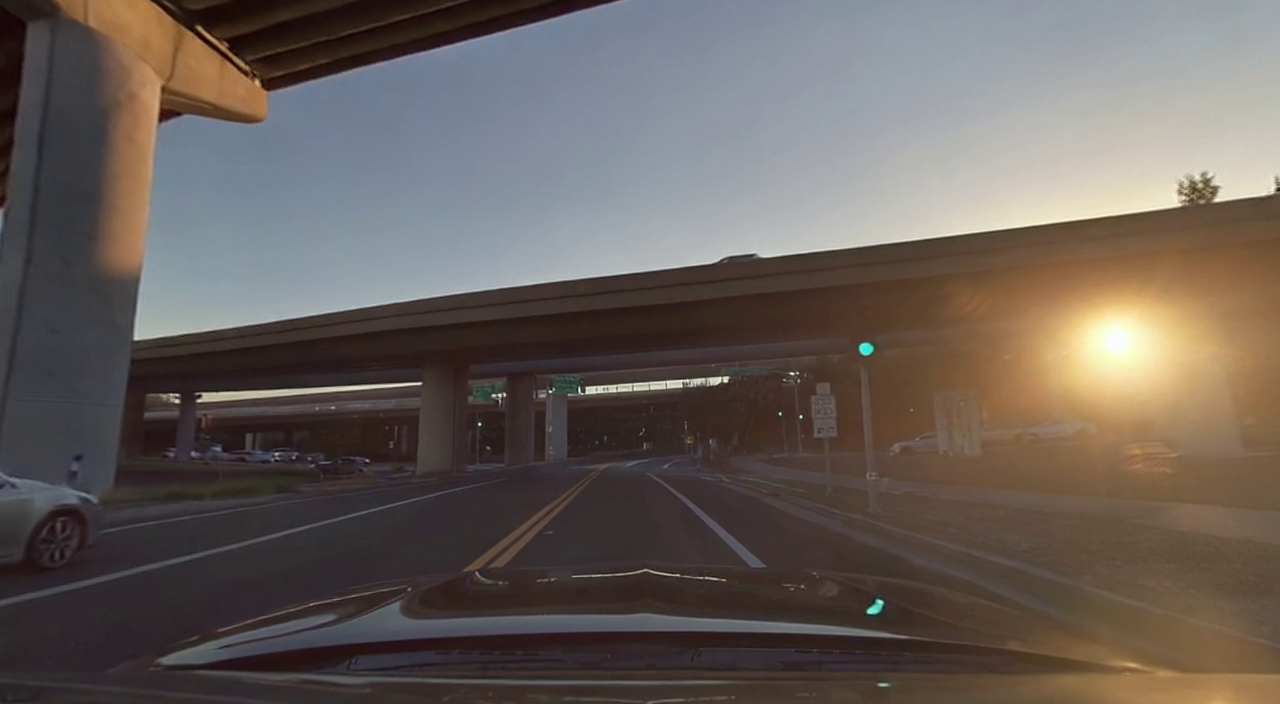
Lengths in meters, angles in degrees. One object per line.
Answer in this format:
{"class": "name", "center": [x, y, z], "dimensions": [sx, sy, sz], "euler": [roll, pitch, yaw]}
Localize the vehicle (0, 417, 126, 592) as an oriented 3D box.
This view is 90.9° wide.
{"class": "vehicle", "center": [-7.222, 1.364, 5.355], "dimensions": [2.108, 1.670, 4.235], "euler": [0, -9, -1]}
